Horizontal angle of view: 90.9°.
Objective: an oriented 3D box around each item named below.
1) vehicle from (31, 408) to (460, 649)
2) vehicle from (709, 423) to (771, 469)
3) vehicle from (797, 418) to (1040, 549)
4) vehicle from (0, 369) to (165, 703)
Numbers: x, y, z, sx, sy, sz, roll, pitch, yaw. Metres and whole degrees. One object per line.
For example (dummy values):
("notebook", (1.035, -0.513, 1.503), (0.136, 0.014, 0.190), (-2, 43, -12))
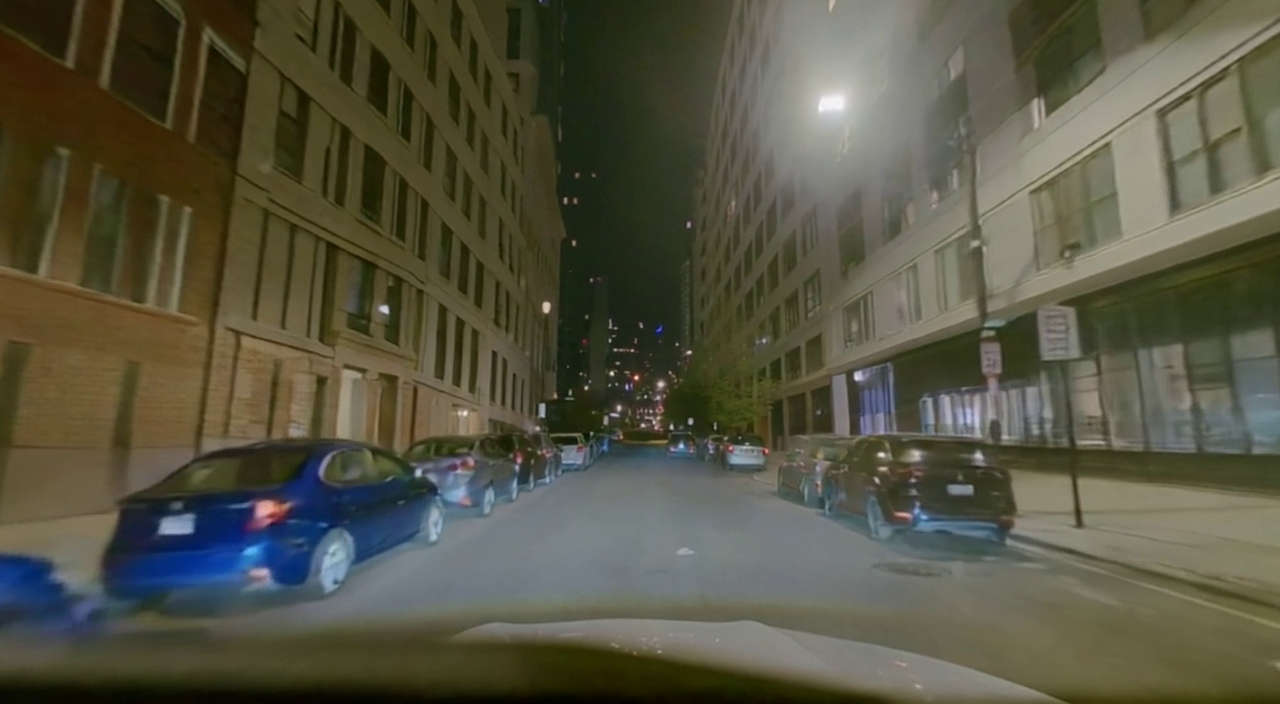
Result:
("vehicle", (-3.445, 1.458, 6.643), (1.859, 1.508, 4.144), (2, -3, 0))
("vehicle", (4.245, 4.037, 27.413), (1.879, 1.802, 4.574), (0, -7, -1))
("vehicle", (3.825, 1.811, 9.518), (1.896, 1.549, 3.845), (0, -7, 0))
("vehicle", (-3.291, 0.714, 1.108), (1.867, 1.519, 3.920), (2, -4, -1))
